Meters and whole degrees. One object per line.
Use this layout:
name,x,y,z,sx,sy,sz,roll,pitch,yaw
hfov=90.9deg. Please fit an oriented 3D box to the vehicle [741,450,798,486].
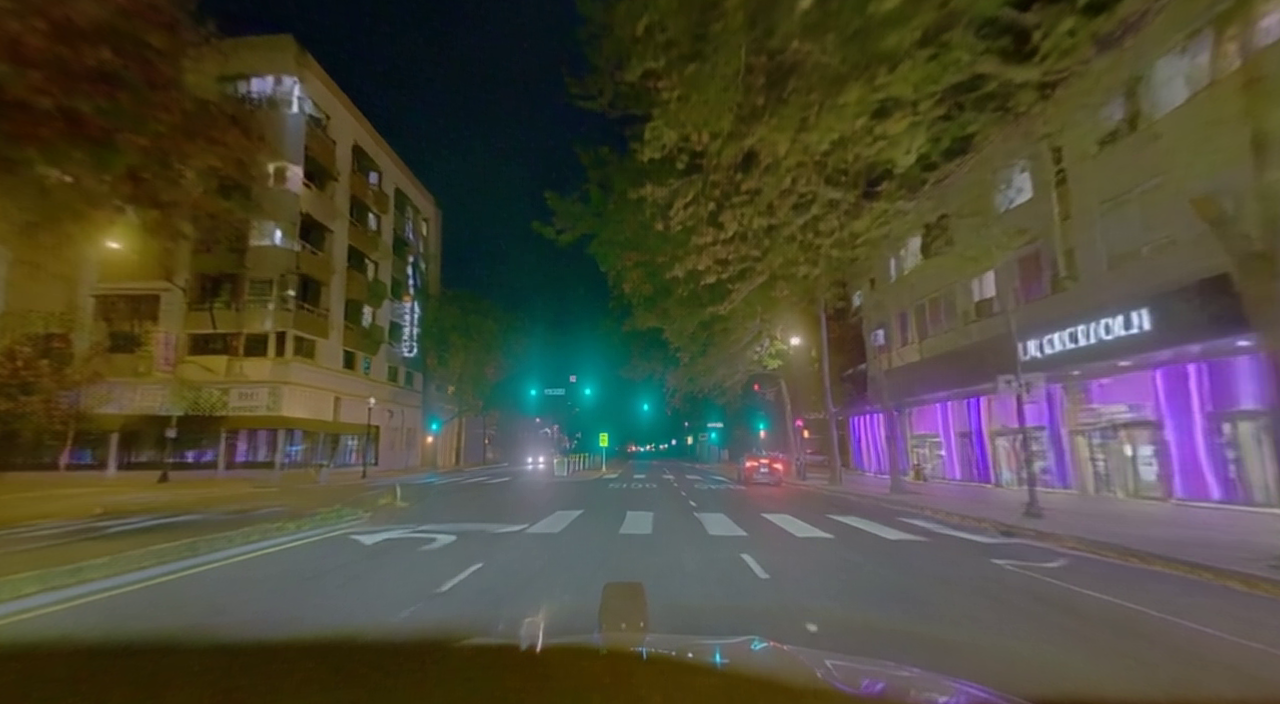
vehicle,6.267,5.651,30.979,1.906,1.523,4.336,2,-9,0
